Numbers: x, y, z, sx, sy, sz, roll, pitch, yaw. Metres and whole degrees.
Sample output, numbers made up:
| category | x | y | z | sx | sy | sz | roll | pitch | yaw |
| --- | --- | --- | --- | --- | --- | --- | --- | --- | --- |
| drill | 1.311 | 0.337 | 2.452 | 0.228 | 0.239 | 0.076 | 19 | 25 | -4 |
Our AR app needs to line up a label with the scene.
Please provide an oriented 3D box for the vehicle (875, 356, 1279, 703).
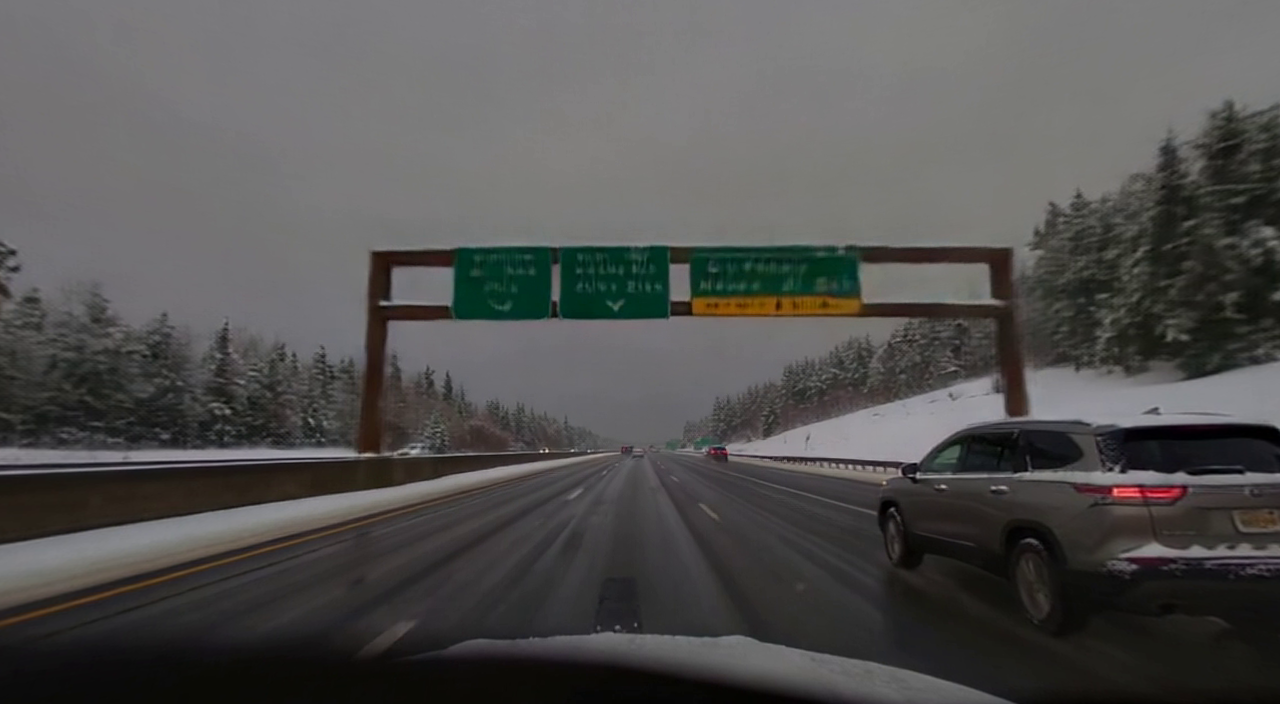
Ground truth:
| category | x | y | z | sx | sy | sz | roll | pitch | yaw |
| --- | --- | --- | --- | --- | --- | --- | --- | --- | --- |
| vehicle | 3.577 | 1.191 | 4.868 | 1.784 | 1.733 | 4.141 | 0 | -9 | -1 |
